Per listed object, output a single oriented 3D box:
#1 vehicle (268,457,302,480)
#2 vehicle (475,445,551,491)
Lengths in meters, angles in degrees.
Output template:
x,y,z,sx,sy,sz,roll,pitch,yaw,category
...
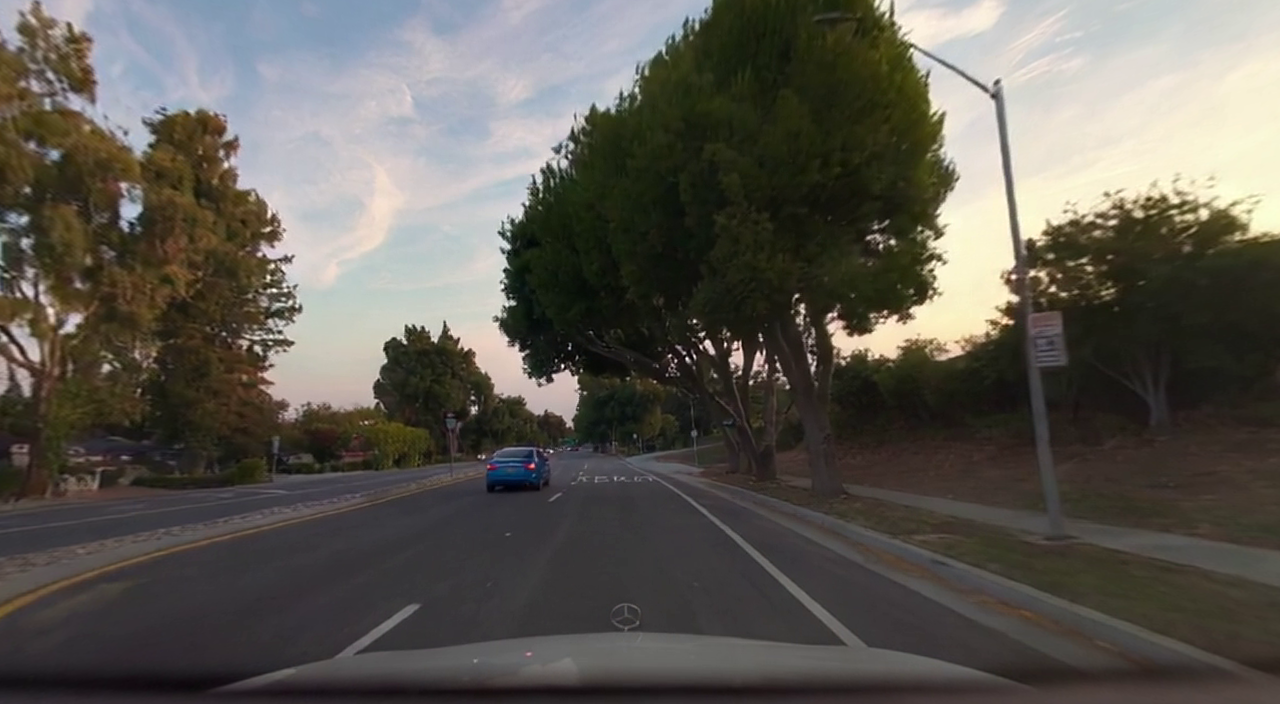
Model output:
x,y,z,sx,sy,sz,roll,pitch,yaw,category
-28.004,9.166,49.950,1.723,1.569,4.694,3,-9,-22,vehicle
-4.515,4.169,23.144,1.980,1.508,4.502,0,-8,-2,vehicle
